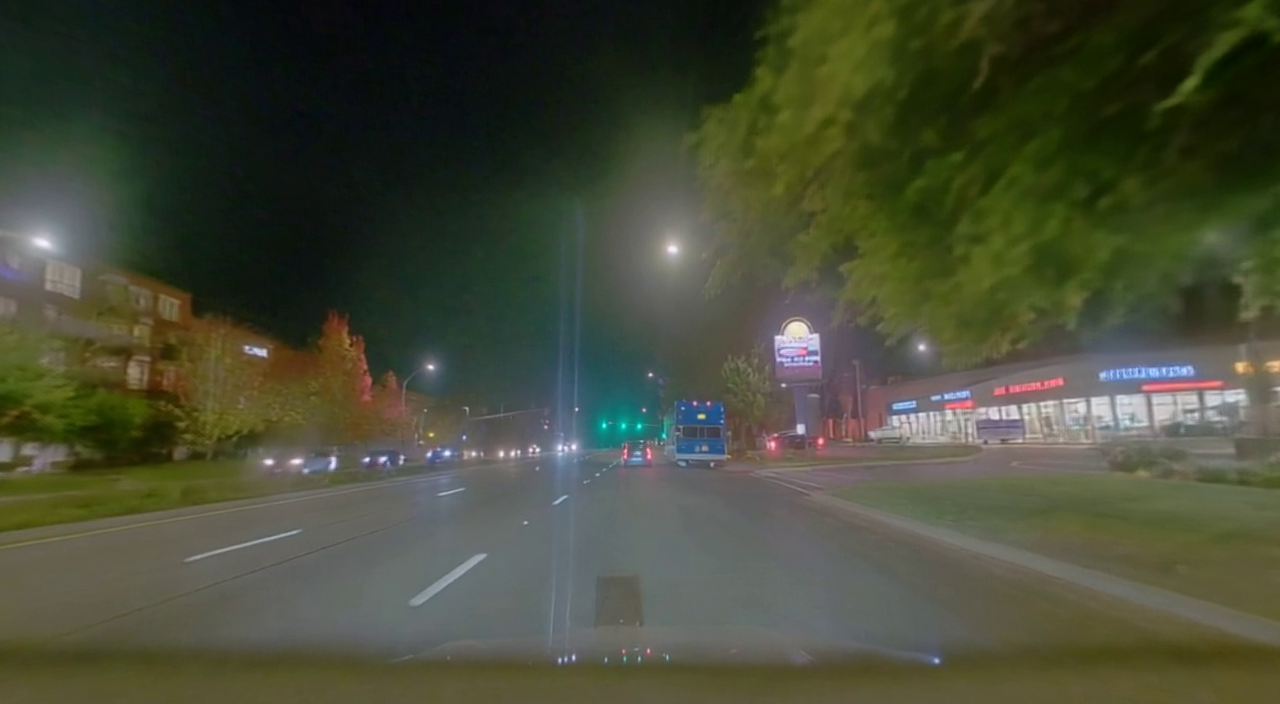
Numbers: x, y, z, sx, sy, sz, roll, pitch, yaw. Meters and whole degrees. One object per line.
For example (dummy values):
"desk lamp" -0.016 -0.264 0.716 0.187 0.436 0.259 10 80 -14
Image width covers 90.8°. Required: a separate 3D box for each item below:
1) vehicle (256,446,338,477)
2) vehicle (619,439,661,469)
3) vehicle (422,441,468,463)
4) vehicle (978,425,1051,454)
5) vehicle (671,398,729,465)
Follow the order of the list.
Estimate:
"vehicle" -18.281 5.850 33.952 1.832 1.528 4.603 0 -9 -1
"vehicle" -0.051 5.608 34.730 2.103 1.506 4.742 0 -9 -1
"vehicle" -14.970 7.700 48.681 1.983 1.630 4.568 0 -9 2
"vehicle" 24.348 5.656 41.072 4.430 1.659 1.905 2 -8 -28
"vehicle" 3.768 5.358 41.682 2.896 3.921 8.415 0 -9 -1
